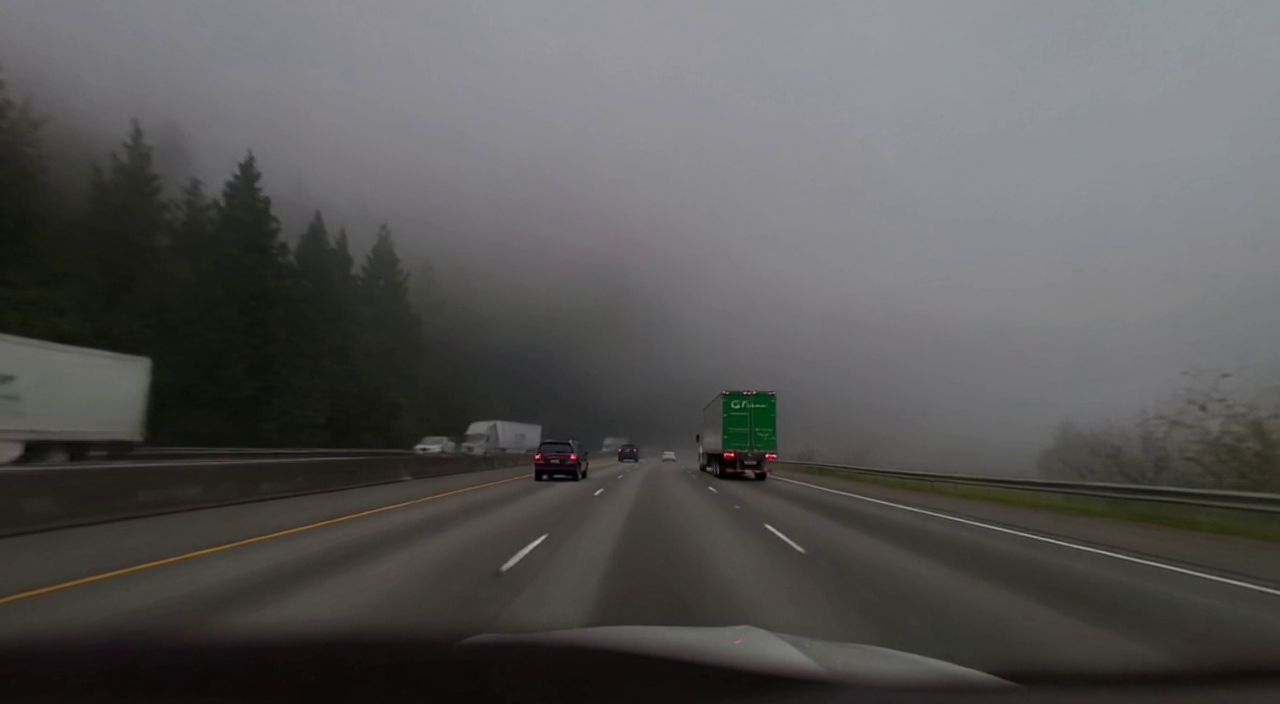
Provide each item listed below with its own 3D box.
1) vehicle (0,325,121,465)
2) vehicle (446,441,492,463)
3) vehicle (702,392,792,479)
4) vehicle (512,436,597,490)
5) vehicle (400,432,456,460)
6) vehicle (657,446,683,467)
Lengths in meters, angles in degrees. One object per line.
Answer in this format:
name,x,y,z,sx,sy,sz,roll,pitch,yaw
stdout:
vehicle,-20.657,0.699,14.950,3.202,4.099,15.246,0,-9,2
vehicle,-11.800,6.888,43.713,1.822,1.445,4.076,-1,-8,3
vehicle,5.616,4.947,36.071,3.057,3.993,13.914,0,-9,2
vehicle,-2.895,3.901,22.394,2.205,1.728,4.397,-1,-9,3
vehicle,-14.883,6.639,44.555,2.102,1.845,4.723,-1,-9,3
vehicle,2.360,8.185,49.411,1.990,1.537,3.725,-1,-9,3
